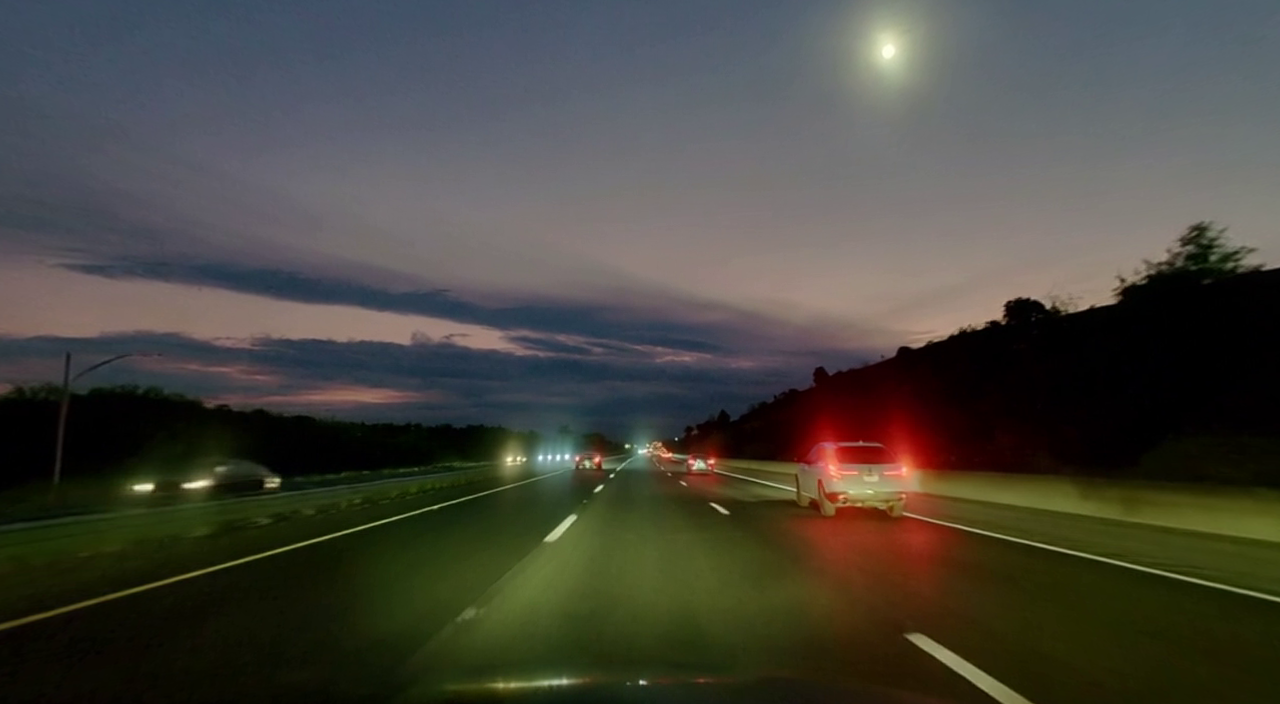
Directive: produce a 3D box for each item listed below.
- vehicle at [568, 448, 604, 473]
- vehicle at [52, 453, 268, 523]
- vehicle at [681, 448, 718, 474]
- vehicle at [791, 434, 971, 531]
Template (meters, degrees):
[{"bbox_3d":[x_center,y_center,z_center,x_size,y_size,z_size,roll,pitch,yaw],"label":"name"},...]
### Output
[{"bbox_3d":[-3.499,7.093,41.398,2.021,1.507,4.272,0,-9,0],"label":"vehicle"},{"bbox_3d":[-11.894,3.343,16.157,1.918,1.488,4.565,0,-9,0],"label":"vehicle"},{"bbox_3d":[3.627,6.751,39.309,1.846,1.480,3.694,0,-9,-2],"label":"vehicle"},{"bbox_3d":[4.452,2.457,12.406,1.903,1.566,3.866,0,-9,-1],"label":"vehicle"}]
